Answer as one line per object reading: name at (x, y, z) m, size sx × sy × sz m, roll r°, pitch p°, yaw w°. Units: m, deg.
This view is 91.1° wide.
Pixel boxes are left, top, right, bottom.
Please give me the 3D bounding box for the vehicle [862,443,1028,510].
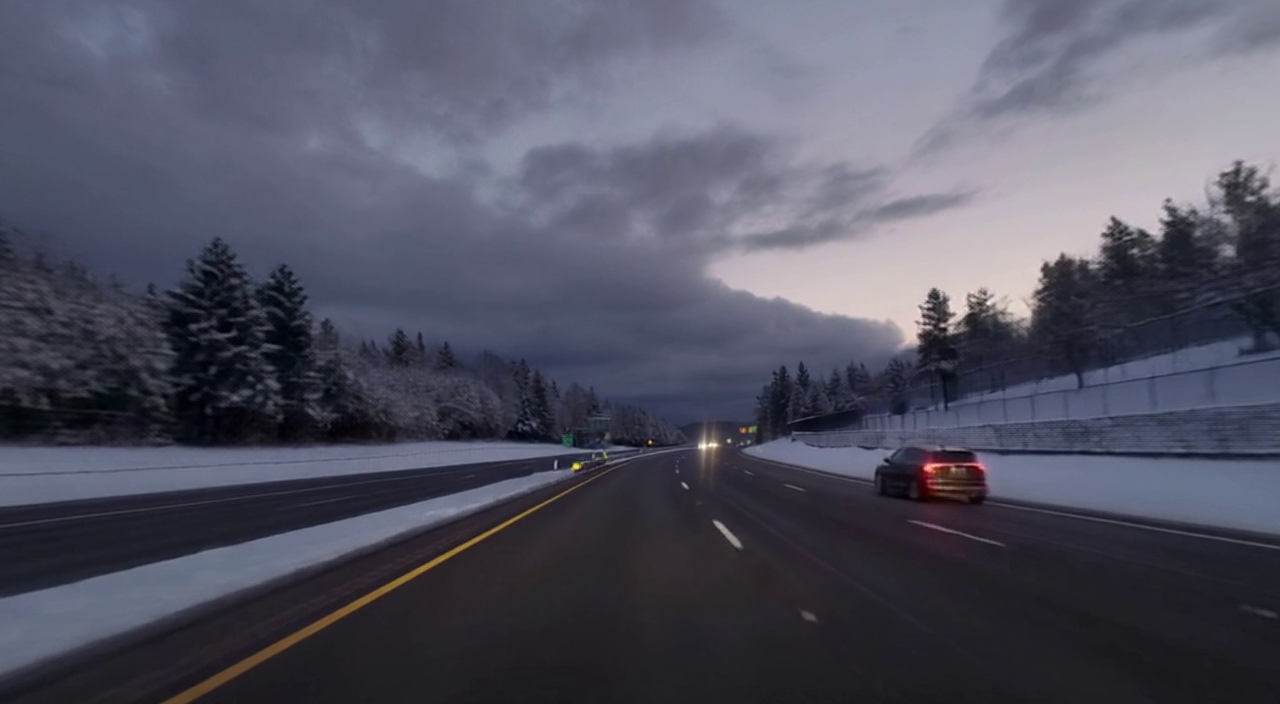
vehicle at (7.660, 3.149, 16.418) m, size 1.983 × 1.486 × 4.545 m, roll 0°, pitch -9°, yaw -1°
